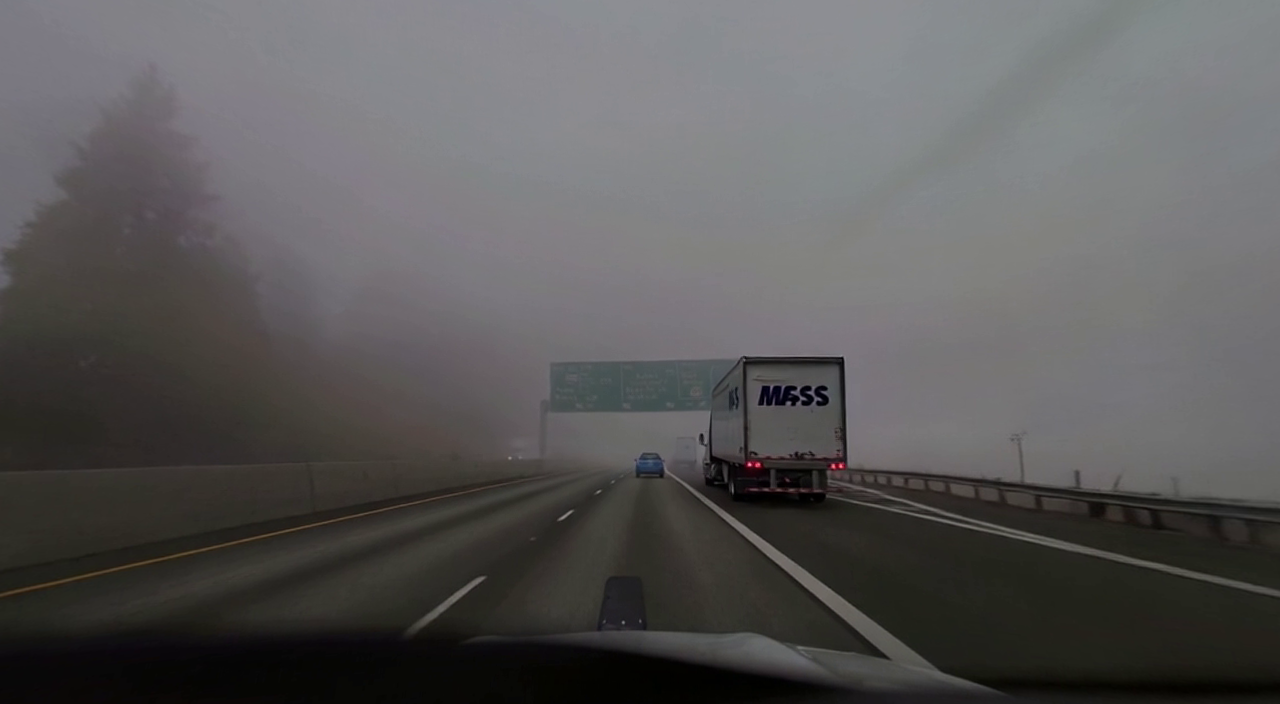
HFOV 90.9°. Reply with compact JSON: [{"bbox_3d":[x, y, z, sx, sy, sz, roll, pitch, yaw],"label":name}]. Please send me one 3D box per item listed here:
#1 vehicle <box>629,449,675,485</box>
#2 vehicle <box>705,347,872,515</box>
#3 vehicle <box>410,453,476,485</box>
[{"bbox_3d":[0.582,5.592,31.045,2.121,1.642,3.828,0,-9,1],"label":"vehicle"},{"bbox_3d":[4.329,2.991,22.560,3.002,4.104,14.174,0,-9,2],"label":"vehicle"},{"bbox_3d":[-9.917,5.892,32.058,1.884,1.490,4.219,0,-9,2],"label":"vehicle"}]
